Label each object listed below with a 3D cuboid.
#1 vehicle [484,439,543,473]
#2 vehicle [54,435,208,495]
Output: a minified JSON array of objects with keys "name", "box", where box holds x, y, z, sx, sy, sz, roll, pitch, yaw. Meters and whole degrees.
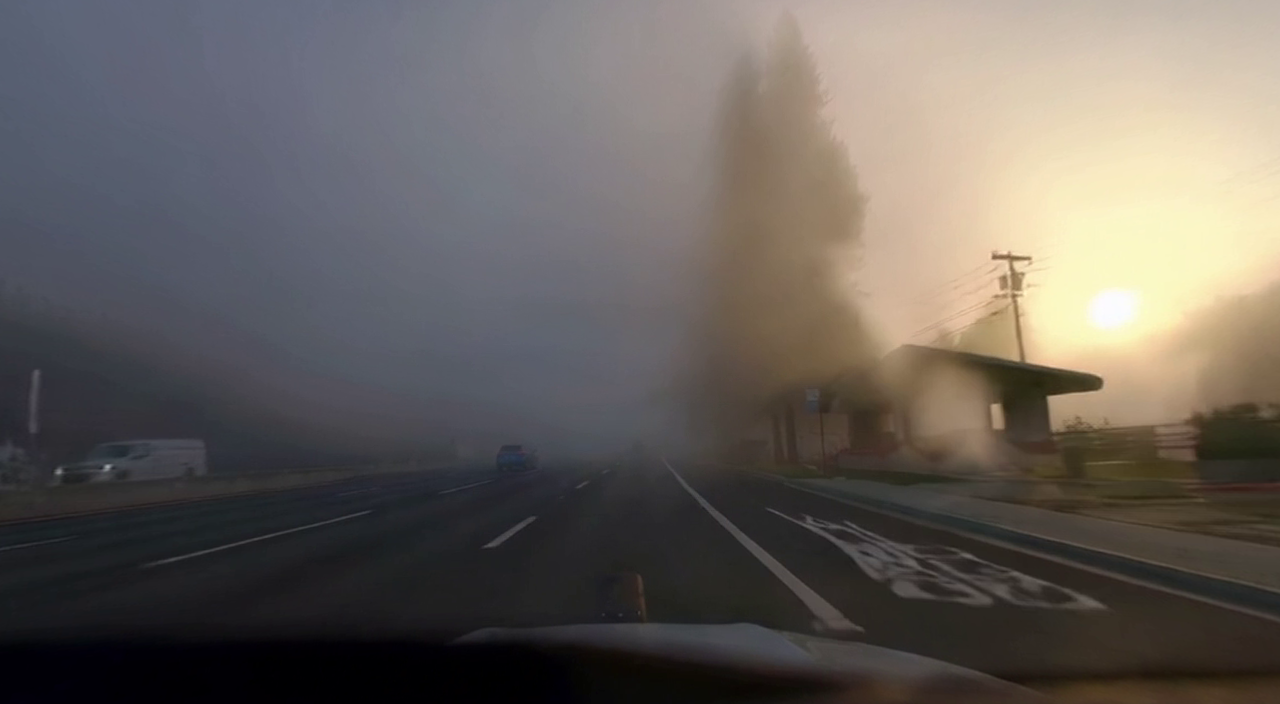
[{"name":"vehicle","box":[-6.788,5.632,34.540,2.115,1.711,4.722,0,-8,2]},{"name":"vehicle","box":[-26.390,5.827,33.270,2.284,2.792,6.858,0,-8,1]}]
